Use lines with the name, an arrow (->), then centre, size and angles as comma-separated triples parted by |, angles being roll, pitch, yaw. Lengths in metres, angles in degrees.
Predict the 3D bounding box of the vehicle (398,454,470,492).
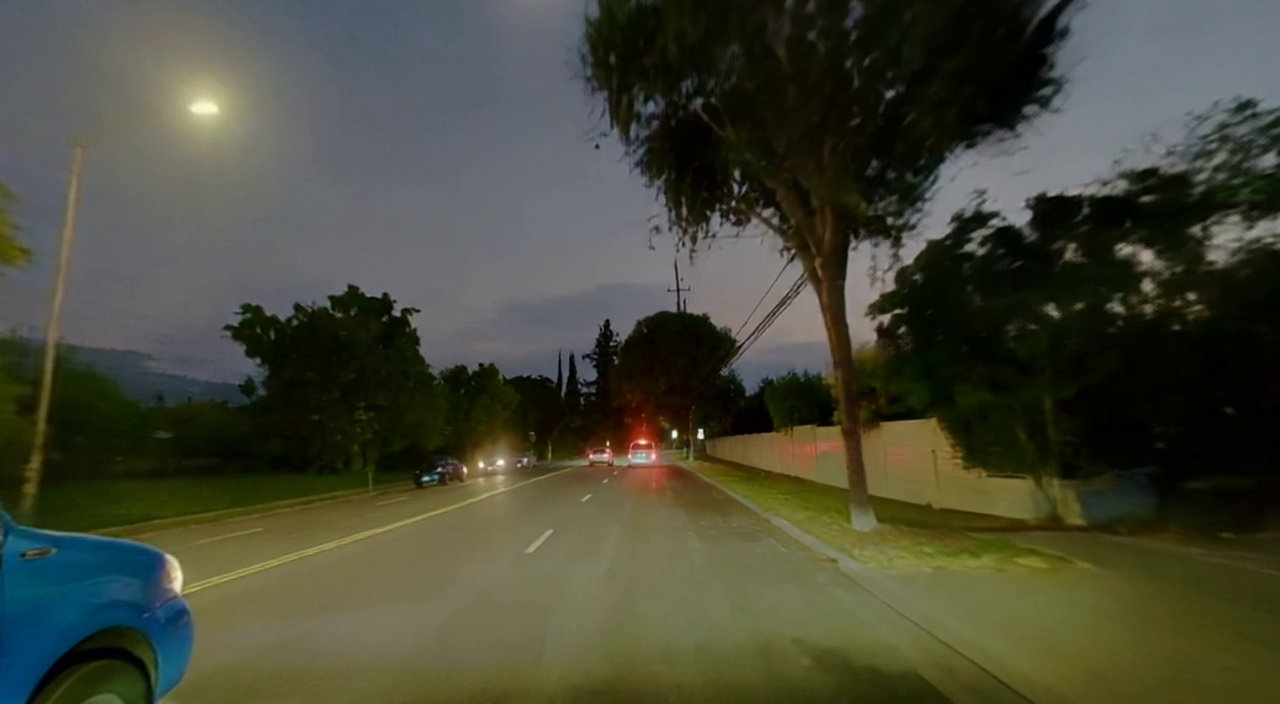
vehicle -> -9.895, 5.822, 30.598 | 1.879, 1.494, 4.445 | -5, -9, 1

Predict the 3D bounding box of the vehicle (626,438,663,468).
vehicle -> 0.286, 6.098, 38.128 | 2.120, 1.718, 3.909 | 0, -9, 0

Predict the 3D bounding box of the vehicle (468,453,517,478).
vehicle -> -9.614, 7.392, 41.411 | 2.068, 1.480, 4.641 | 0, -9, 0

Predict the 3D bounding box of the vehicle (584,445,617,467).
vehicle -> -2.825, 7.579, 46.144 | 1.968, 1.472, 4.489 | -1, -9, 2

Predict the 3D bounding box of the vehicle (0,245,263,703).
vehicle -> -3.449, 0.487, 0.777 | 2.336, 2.152, 5.866 | 0, -9, 0
